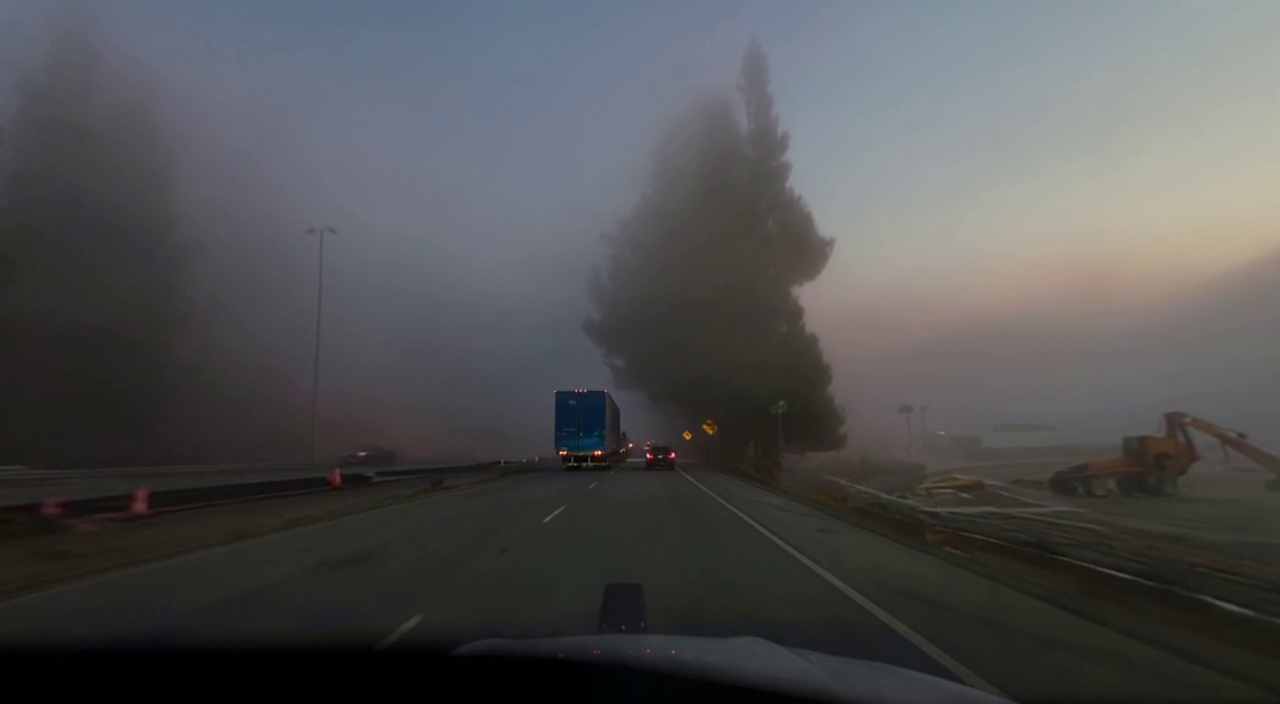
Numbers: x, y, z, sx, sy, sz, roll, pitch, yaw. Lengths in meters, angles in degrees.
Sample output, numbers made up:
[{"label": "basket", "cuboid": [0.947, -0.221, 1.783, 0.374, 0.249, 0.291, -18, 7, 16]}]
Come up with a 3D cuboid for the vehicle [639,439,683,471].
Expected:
[{"label": "vehicle", "cuboid": [1.128, 5.759, 35.586, 2.304, 1.675, 4.462, 0, -8, 0]}]

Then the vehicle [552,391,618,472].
[{"label": "vehicle", "cuboid": [-3.078, 5.200, 40.091, 2.906, 4.115, 15.715, 0, -8, -1]}]
